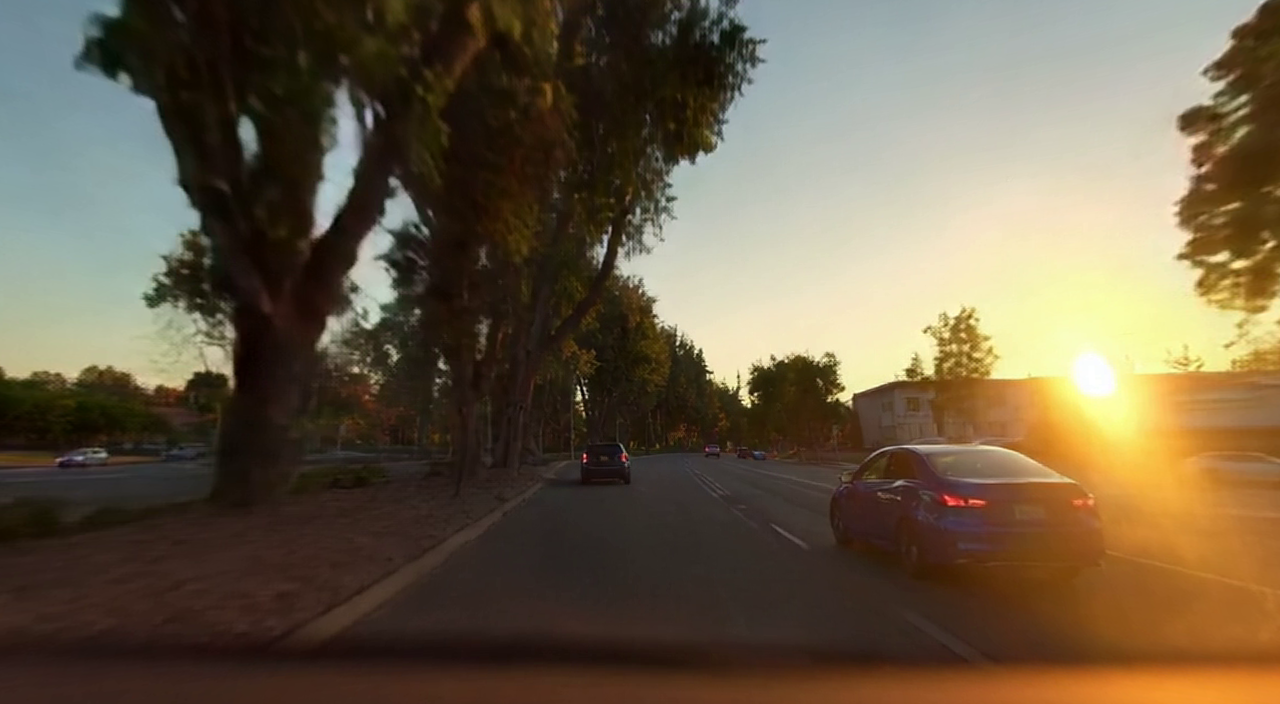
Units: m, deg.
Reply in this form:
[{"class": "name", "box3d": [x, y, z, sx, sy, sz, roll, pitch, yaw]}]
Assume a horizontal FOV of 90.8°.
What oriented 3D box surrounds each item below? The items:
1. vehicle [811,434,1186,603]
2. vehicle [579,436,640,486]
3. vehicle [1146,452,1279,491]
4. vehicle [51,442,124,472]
[{"class": "vehicle", "box3d": [3.665, 1.748, 7.626, 1.918, 1.418, 4.360, 0, -8, -1]}, {"class": "vehicle", "box3d": [-1.176, 4.065, 23.845, 2.085, 1.693, 4.301, 0, -8, -3]}, {"class": "vehicle", "box3d": [22.911, 4.667, 25.030, 1.666, 1.358, 4.131, 2, -9, -16]}, {"class": "vehicle", "box3d": [-38.604, 7.303, 44.283, 2.113, 1.937, 4.491, 3, -9, -18]}]
